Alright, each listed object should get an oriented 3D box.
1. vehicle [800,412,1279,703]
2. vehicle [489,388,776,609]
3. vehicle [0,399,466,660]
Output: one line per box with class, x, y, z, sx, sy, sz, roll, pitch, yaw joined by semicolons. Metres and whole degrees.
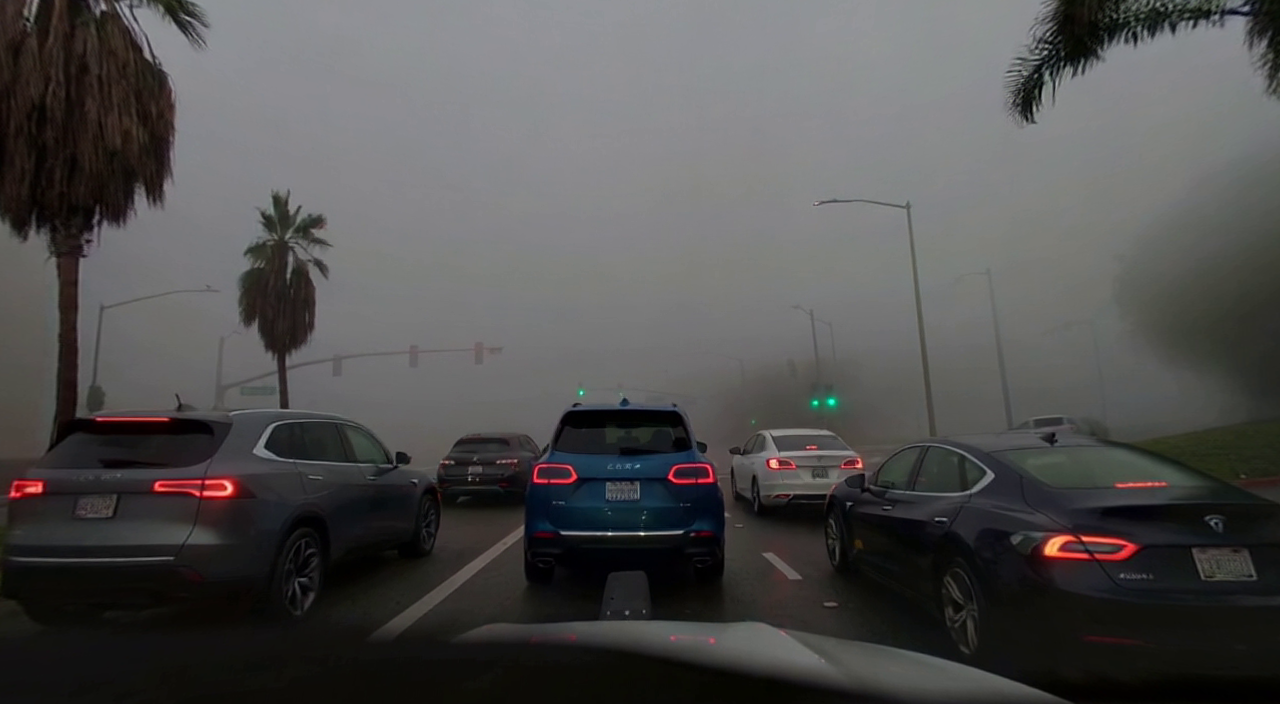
vehicle;2.969;1.371;5.250;2.017;1.491;4.611;0;-8;-1
vehicle;-0.123;1.487;7.293;2.280;1.747;4.361;0;-8;-2
vehicle;-3.354;1.385;6.050;2.014;1.534;4.455;0;-8;1
